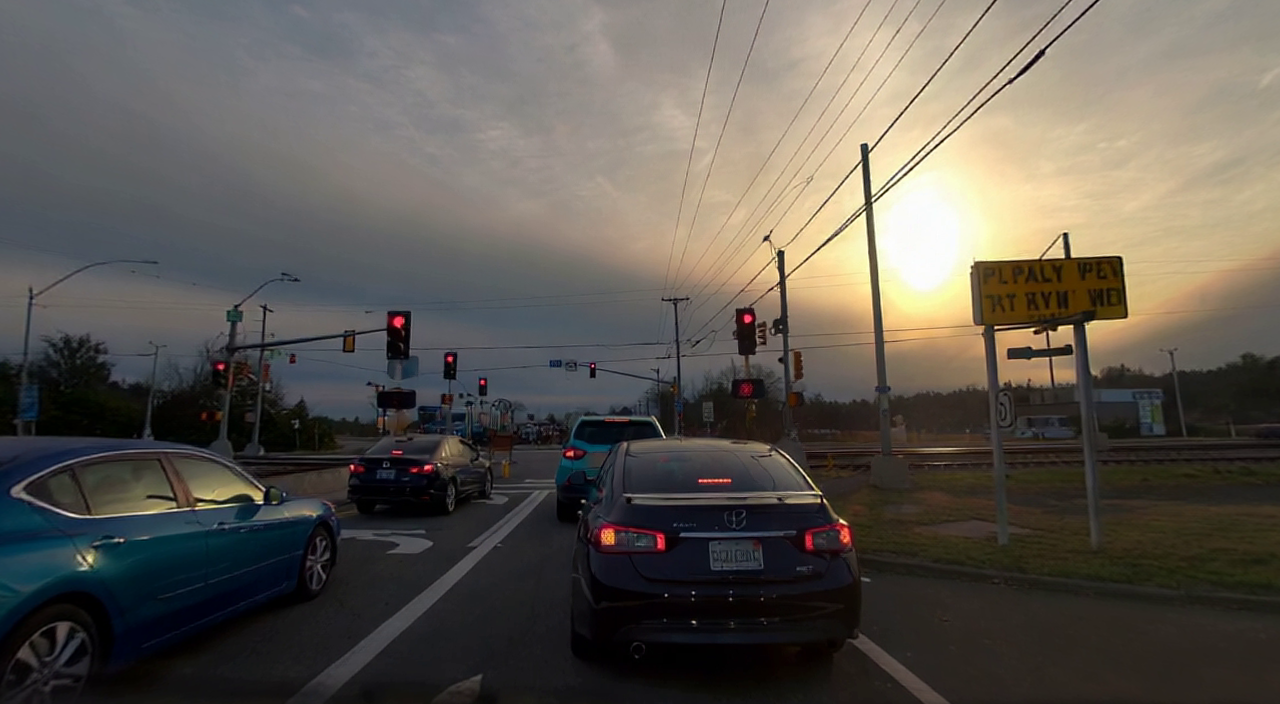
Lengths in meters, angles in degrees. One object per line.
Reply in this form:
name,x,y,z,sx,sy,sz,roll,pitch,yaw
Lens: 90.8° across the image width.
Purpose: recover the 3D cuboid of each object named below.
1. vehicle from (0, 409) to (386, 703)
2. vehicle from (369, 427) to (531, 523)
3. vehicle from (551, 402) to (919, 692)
vehicle,-3.716,1.249,4.451,1.956,1.468,4.585,0,-9,0
vehicle,-3.370,2.260,12.080,1.984,1.505,3.982,0,-9,-2
vehicle,0.402,1.338,5.458,1.998,1.529,3.960,1,-9,-4
